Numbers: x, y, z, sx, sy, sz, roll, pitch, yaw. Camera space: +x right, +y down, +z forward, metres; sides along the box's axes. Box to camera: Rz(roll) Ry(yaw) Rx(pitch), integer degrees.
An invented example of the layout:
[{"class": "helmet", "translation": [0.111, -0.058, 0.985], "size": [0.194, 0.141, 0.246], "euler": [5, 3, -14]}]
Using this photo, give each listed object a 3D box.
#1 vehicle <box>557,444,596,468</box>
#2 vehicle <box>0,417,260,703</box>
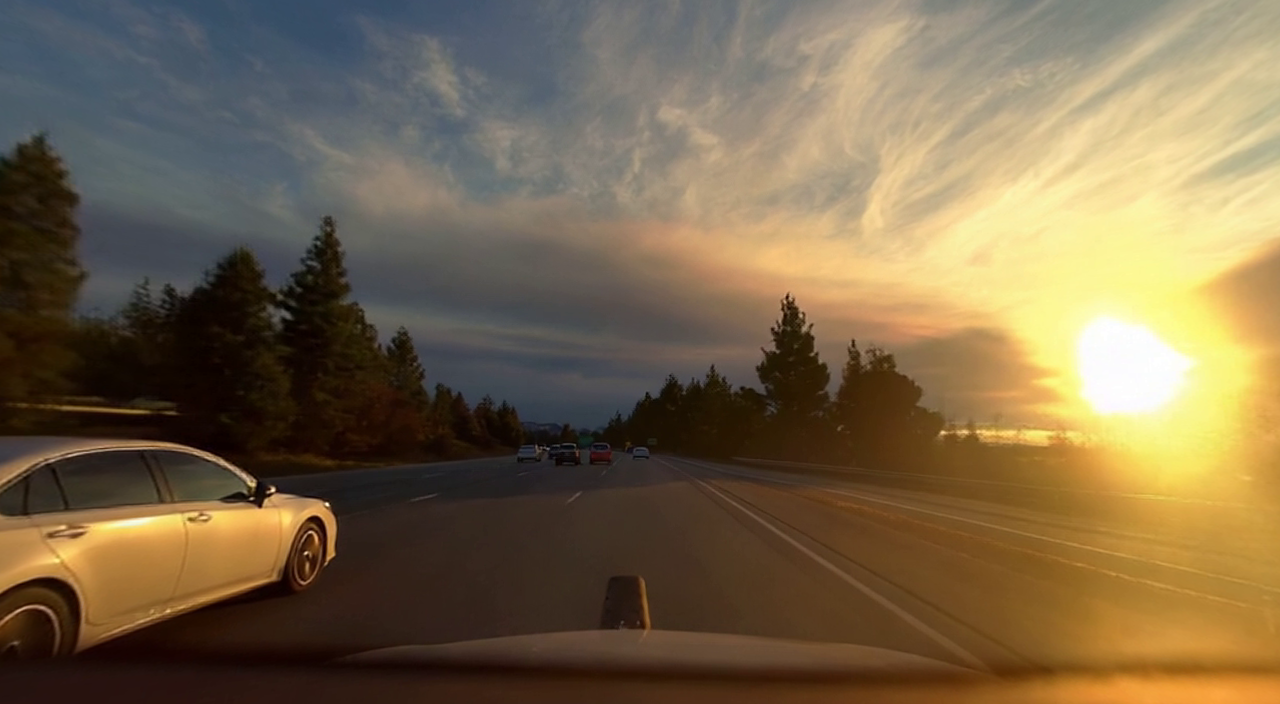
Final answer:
[{"class": "vehicle", "translation": [-4.093, 6.816, 41.308], "size": [2.120, 1.458, 4.031], "euler": [0, -9, 1]}, {"class": "vehicle", "translation": [-3.986, 1.012, 2.649], "size": [1.965, 1.485, 4.460], "euler": [0, -9, 0]}]
